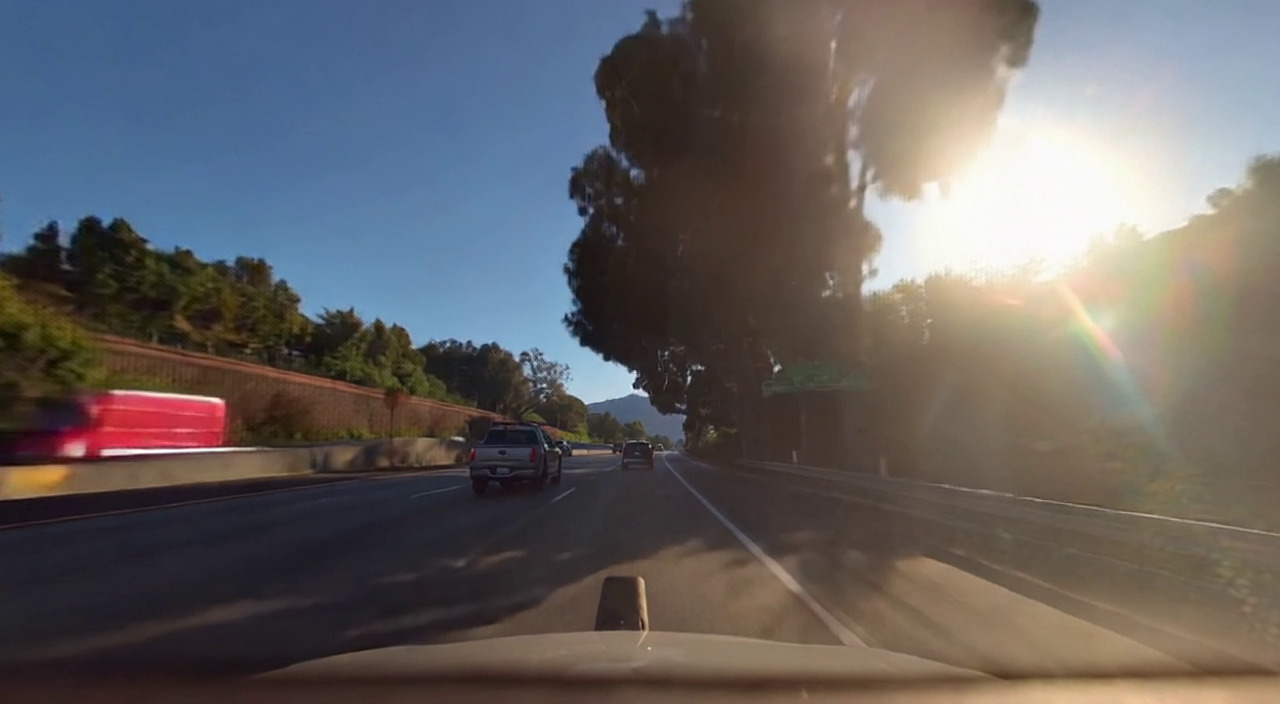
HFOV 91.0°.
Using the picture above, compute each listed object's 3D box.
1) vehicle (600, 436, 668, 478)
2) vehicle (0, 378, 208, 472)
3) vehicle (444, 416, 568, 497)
[{"bbox_3d":[-0.181,4.606,27.942,2.715,1.669,5.163,0,-8,1],"label":"vehicle"},{"bbox_3d":[-25.299,3.597,30.005,2.934,3.838,8.591,0,-9,2],"label":"vehicle"},{"bbox_3d":[-3.524,2.897,17.756,2.250,1.947,4.860,0,-9,2],"label":"vehicle"}]
